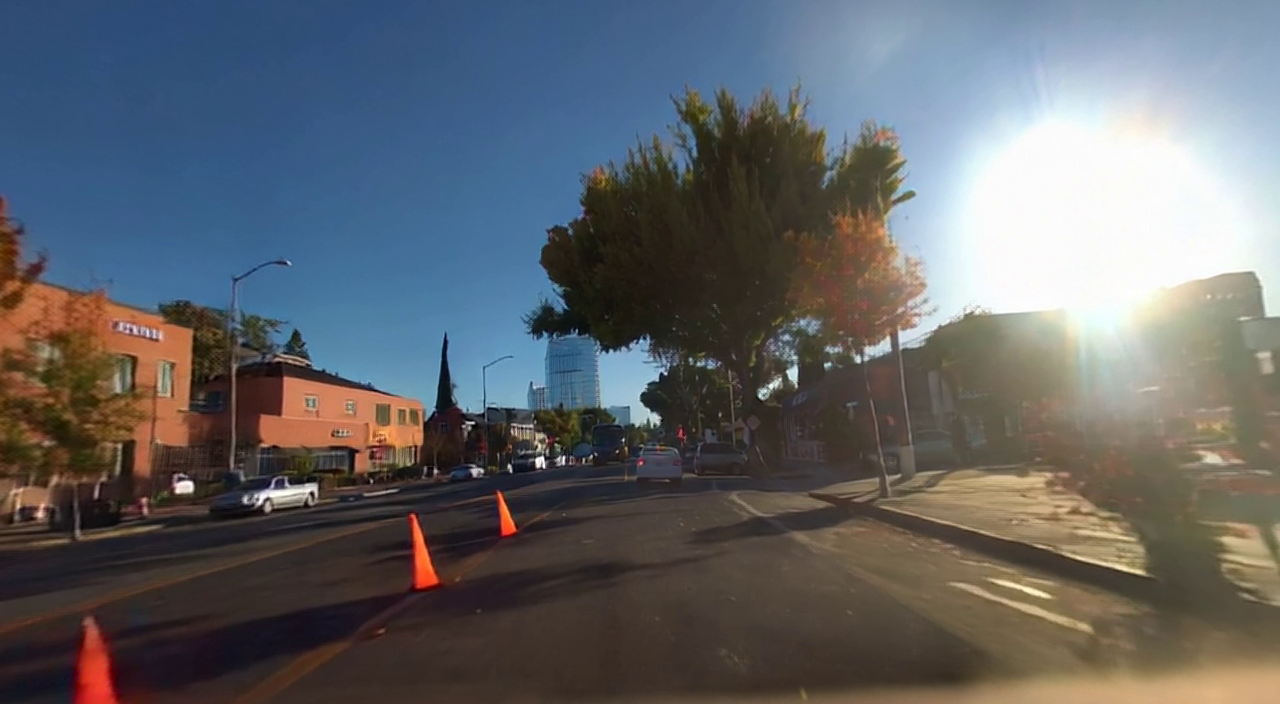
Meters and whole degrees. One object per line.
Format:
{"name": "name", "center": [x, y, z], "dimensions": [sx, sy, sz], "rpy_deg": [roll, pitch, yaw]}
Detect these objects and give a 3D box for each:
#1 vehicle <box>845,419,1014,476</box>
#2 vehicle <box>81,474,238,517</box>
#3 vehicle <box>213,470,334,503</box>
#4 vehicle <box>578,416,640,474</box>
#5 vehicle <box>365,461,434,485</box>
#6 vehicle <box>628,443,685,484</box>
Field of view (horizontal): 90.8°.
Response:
{"name": "vehicle", "center": [10.187, 3.397, 22.574], "dimensions": [4.859, 1.914, 2.333], "rpy_deg": [0, -9, -2]}
{"name": "vehicle", "center": [-19.692, 5.868, 26.068], "dimensions": [4.696, 1.513, 2.243], "rpy_deg": [-1, -8, 3]}
{"name": "vehicle", "center": [-18.789, 6.900, 32.504], "dimensions": [4.952, 1.510, 2.115], "rpy_deg": [-1, -9, 5]}
{"name": "vehicle", "center": [-1.772, 6.223, 42.229], "dimensions": [2.977, 3.271, 12.748], "rpy_deg": [0, -9, 2]}
{"name": "vehicle", "center": [-18.107, 9.100, 47.631], "dimensions": [4.397, 1.698, 1.932], "rpy_deg": [-1, -9, 6]}
{"name": "vehicle", "center": [0.688, 4.506, 25.806], "dimensions": [2.159, 1.506, 4.086], "rpy_deg": [0, -9, 2]}
